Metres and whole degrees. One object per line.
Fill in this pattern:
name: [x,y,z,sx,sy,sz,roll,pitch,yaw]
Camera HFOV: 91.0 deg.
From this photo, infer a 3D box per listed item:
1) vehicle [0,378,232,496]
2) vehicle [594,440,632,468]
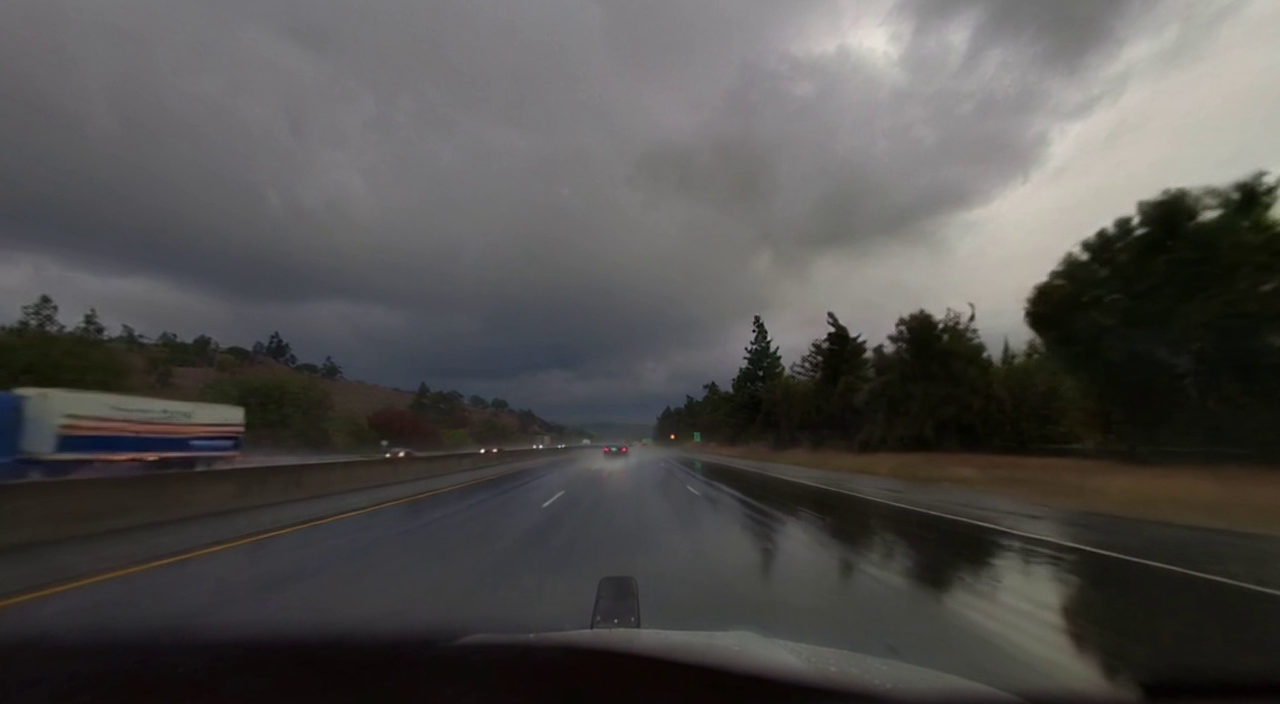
vehicle: [-24.284,3.849,27.886,3.438,4.105,13.442,0,-8,0]
vehicle: [-1.587,6.216,38.570,2.158,1.562,4.373,0,-8,0]
